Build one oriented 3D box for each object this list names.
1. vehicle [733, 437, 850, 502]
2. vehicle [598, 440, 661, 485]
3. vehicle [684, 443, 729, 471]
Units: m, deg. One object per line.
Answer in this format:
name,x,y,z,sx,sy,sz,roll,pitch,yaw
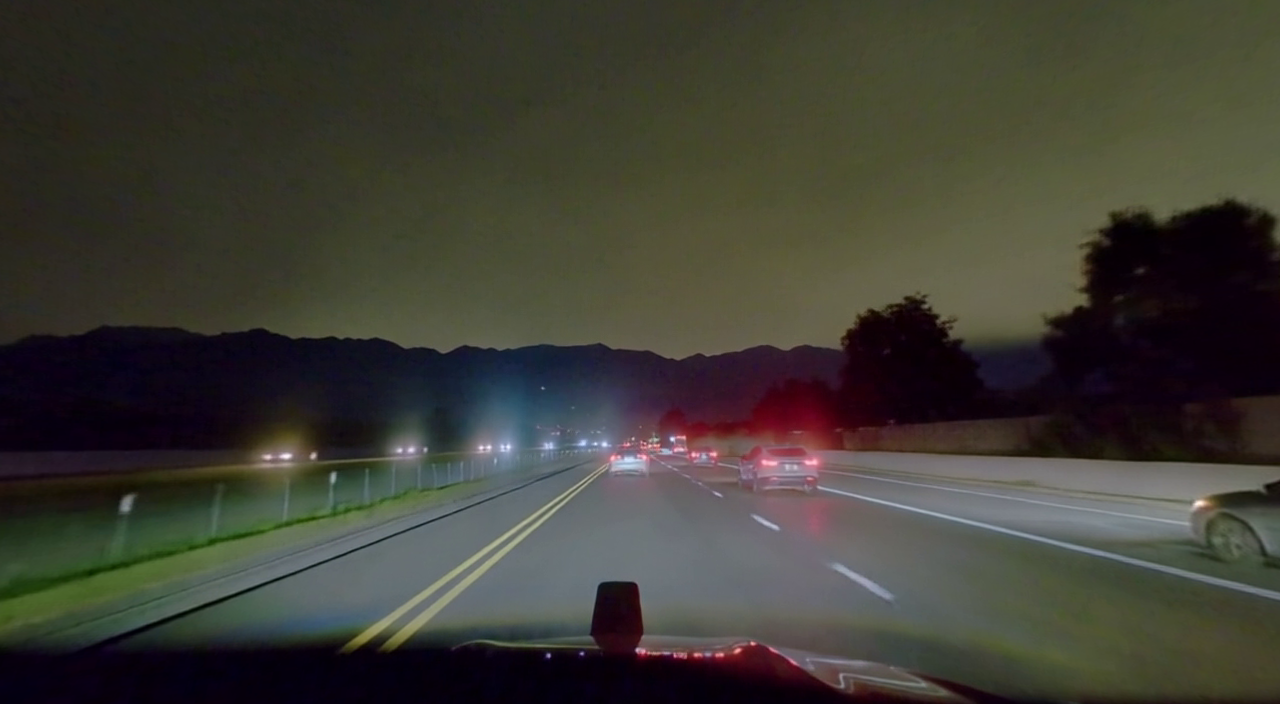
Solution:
vehicle,3.831,3.045,16.728,1.949,1.493,4.272,0,-9,-1
vehicle,-0.379,3.928,22.675,2.085,1.449,3.860,0,-9,-1
vehicle,3.624,5.772,34.920,1.957,1.447,4.241,0,-9,-1
